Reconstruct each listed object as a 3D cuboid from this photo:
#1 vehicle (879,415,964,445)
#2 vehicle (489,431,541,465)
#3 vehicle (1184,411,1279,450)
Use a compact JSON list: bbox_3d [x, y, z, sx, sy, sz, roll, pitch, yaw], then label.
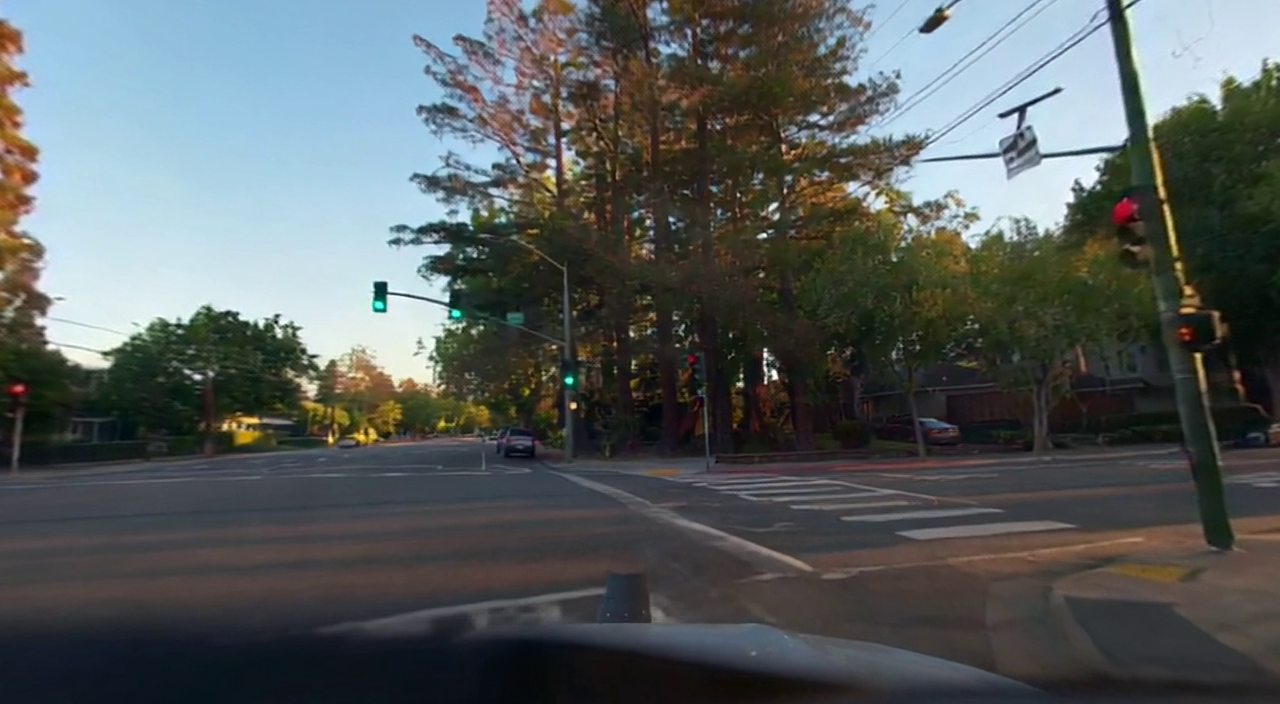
[{"bbox_3d":[16.405,4.639,36.997,2.028,1.595,4.554,2,-9,-15],"label":"vehicle"},{"bbox_3d":[-6.267,4.740,31.213,2.149,1.507,4.160,2,-9,-16],"label":"vehicle"},{"bbox_3d":[25.401,3.309,26.072,4.671,1.470,1.963,3,-10,-16],"label":"vehicle"}]
